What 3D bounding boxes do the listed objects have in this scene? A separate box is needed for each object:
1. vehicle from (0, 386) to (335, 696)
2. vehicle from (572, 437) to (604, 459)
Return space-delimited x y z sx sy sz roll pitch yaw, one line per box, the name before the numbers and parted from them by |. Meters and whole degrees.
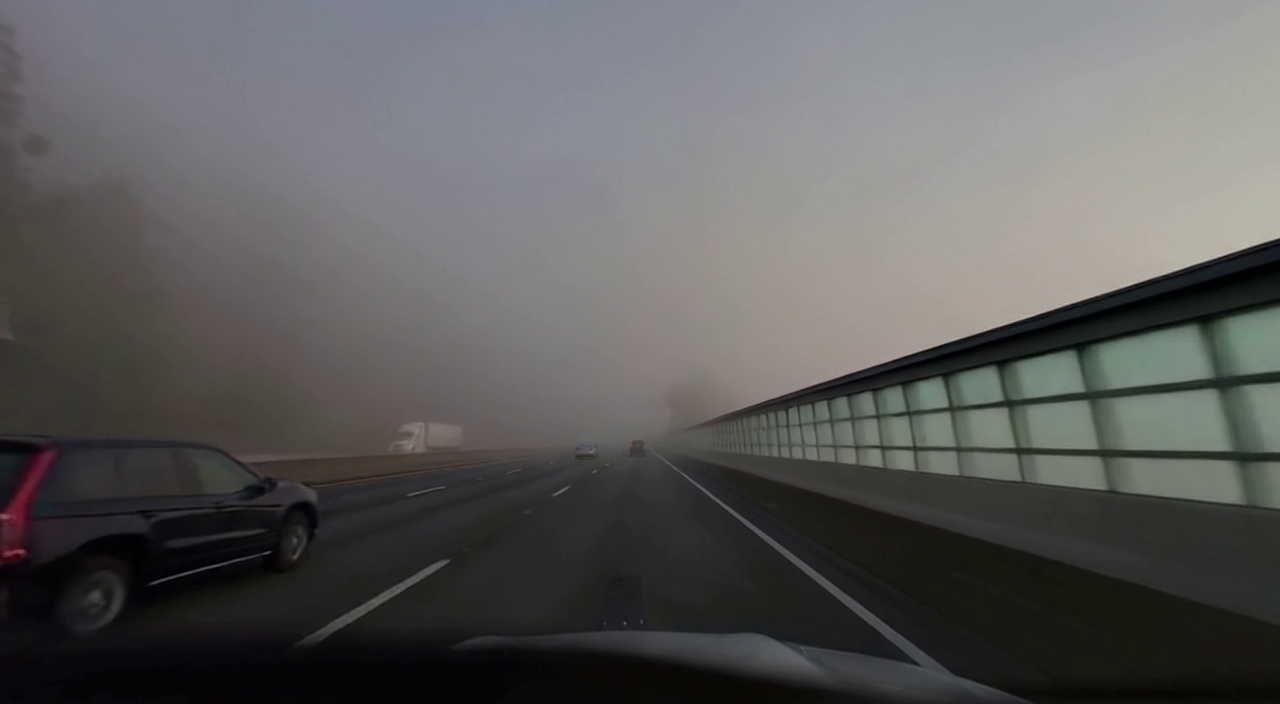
vehicle | -4.234 1.120 4.311 2.059 1.541 4.296 0 -9 1
vehicle | -3.969 7.446 48.702 2.063 1.598 4.189 0 -9 1
